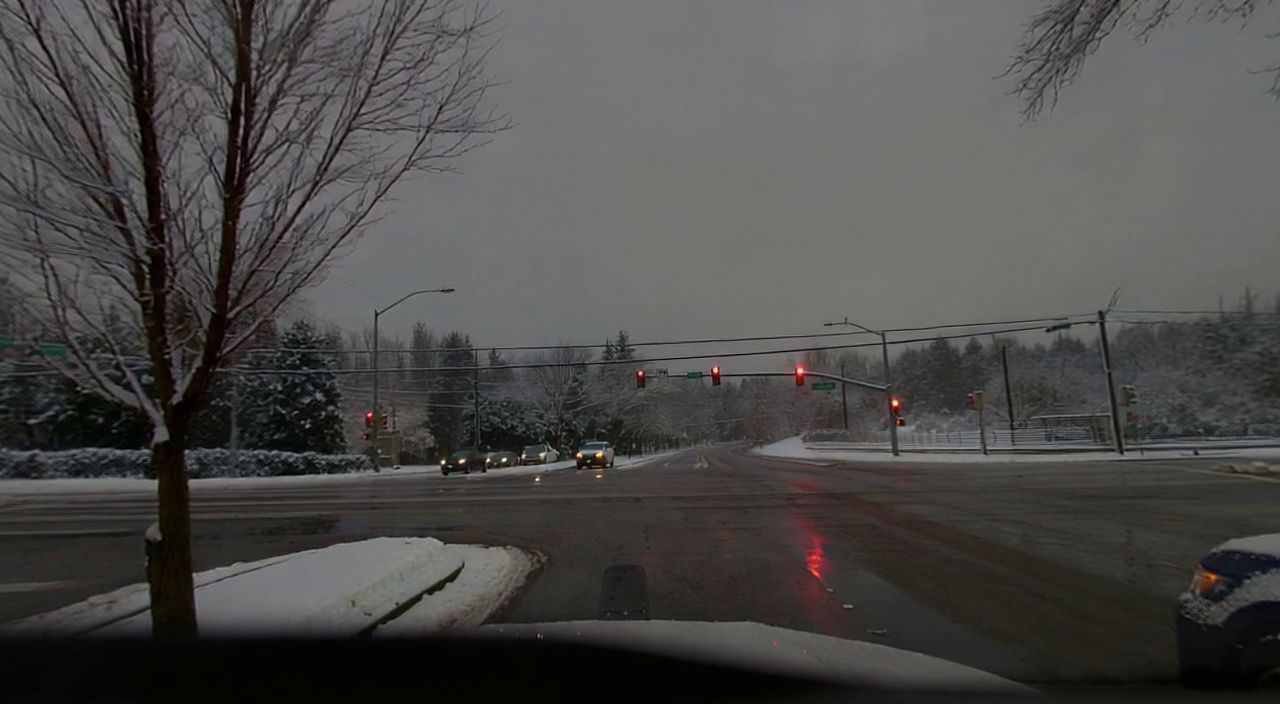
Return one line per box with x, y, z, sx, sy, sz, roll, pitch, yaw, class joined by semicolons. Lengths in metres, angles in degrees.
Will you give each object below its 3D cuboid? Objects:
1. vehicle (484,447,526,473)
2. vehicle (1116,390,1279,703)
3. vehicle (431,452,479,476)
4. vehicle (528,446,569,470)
-9.791;7.840;45.944;2.064;1.725;4.243;0;-9;1;vehicle
3.058;0.617;0.432;1.978;1.468;4.544;0;-9;1;vehicle
-13.409;8.119;45.994;2.101;1.637;4.304;0;-9;1;vehicle
-6.556;7.612;45.508;2.126;1.657;4.307;-1;-9;2;vehicle
